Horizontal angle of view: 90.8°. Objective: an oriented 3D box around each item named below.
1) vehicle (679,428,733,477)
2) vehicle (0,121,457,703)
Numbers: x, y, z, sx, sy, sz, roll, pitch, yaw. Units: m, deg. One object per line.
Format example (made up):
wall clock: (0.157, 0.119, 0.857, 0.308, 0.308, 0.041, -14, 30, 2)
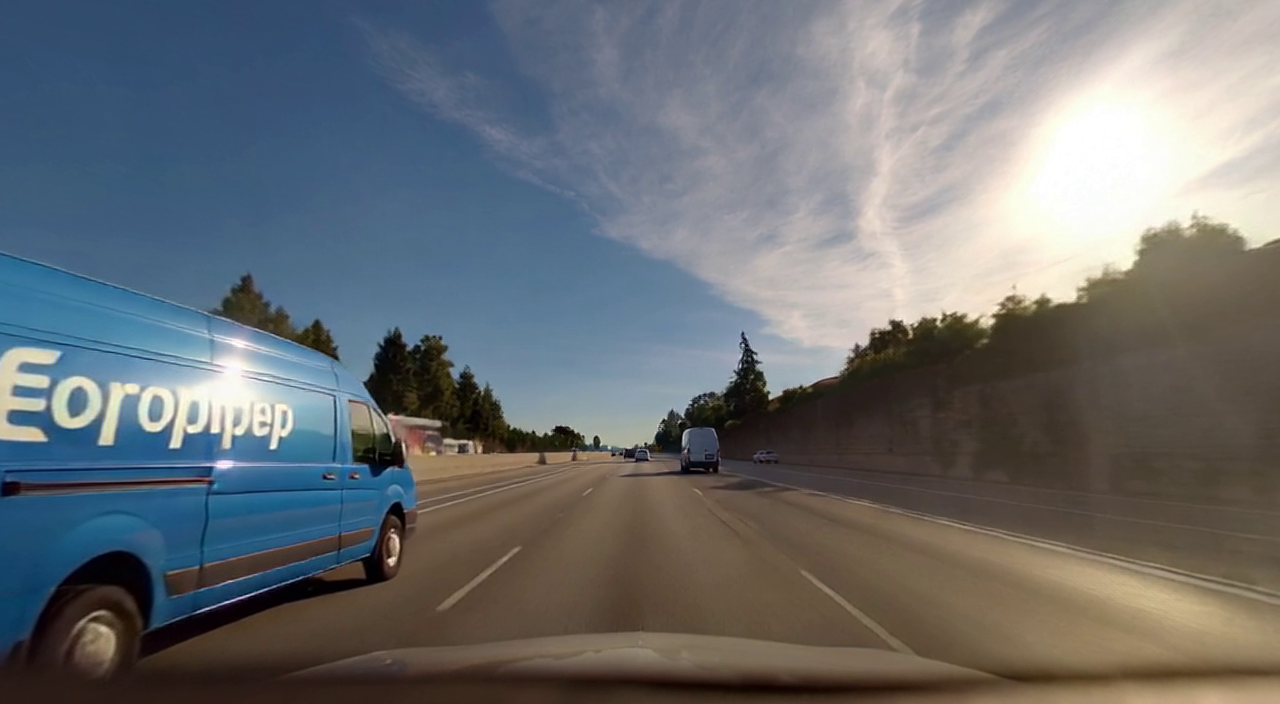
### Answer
vehicle: (3.674, 5.786, 36.364, 2.373, 2.561, 5.922, 0, -9, -1)
vehicle: (-3.505, 0.801, 4.550, 2.409, 2.523, 6.275, 0, -9, 0)
